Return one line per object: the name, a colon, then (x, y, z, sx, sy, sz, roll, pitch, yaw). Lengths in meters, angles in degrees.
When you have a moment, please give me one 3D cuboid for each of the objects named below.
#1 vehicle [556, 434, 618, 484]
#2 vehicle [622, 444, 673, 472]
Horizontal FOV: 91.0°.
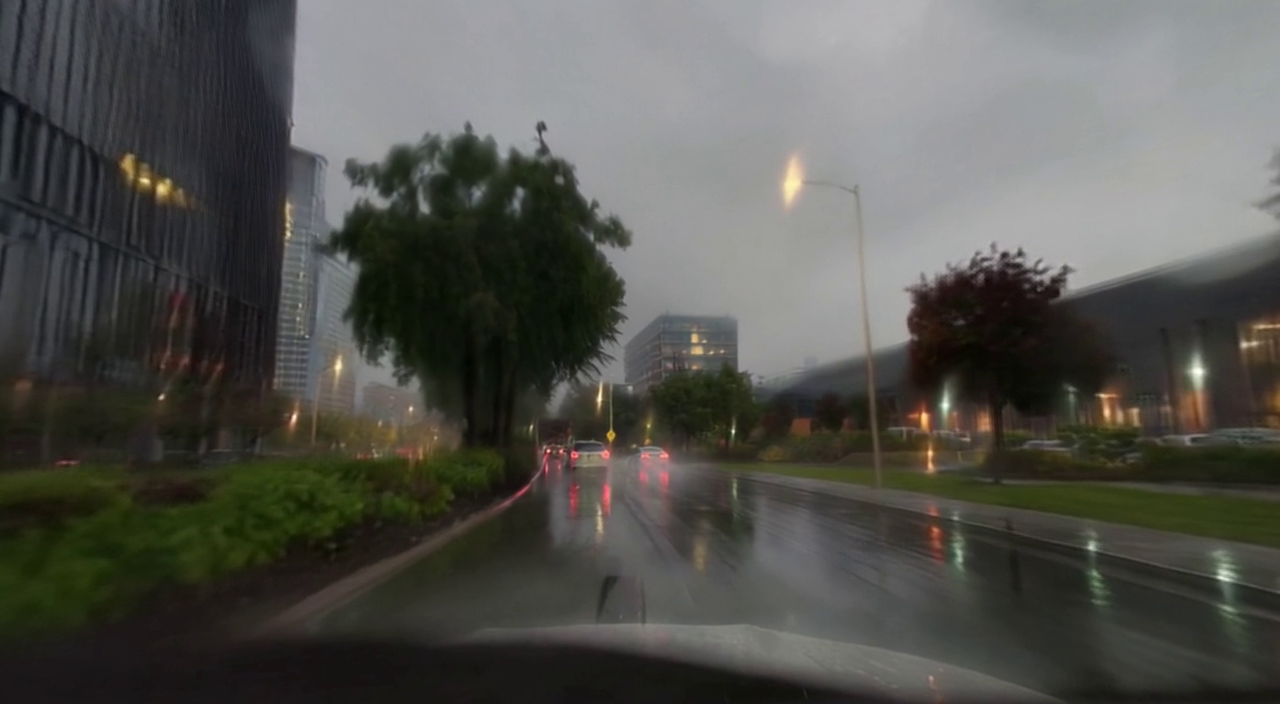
vehicle: (-2.073, 4.147, 24.611, 2.173, 1.761, 4.374, 1, -9, -5)
vehicle: (0.357, 6.125, 36.500, 2.116, 1.506, 4.355, 2, -9, -11)
